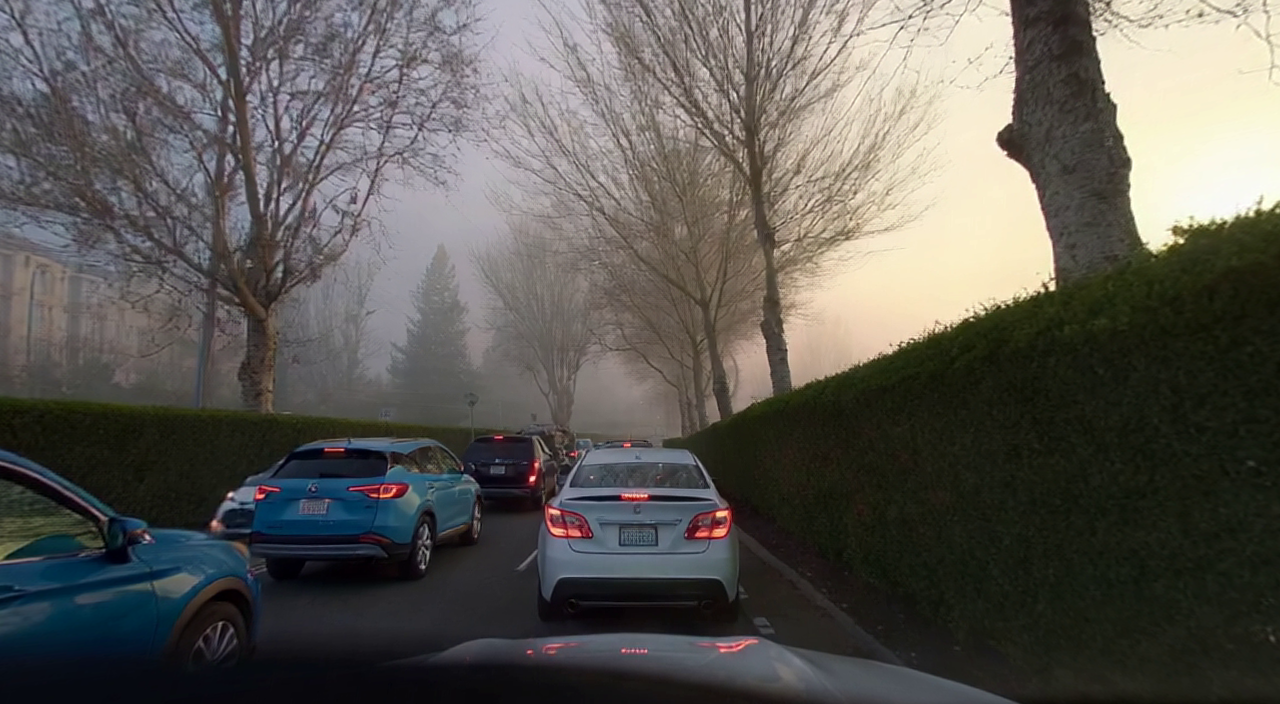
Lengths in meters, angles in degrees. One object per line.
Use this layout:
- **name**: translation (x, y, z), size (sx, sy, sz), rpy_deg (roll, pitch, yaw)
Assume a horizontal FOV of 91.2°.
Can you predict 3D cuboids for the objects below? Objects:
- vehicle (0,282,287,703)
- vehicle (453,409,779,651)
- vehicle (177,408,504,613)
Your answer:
- **vehicle**: translation (-3.286, 0.675, 1.266), size (2.205, 1.913, 5.327), rpy_deg (-6, -8, -2)
- **vehicle**: translation (-0.181, 1.496, 6.241), size (2.154, 1.581, 4.007), rpy_deg (0, -9, -1)
- **vehicle**: translation (-3.419, 1.848, 8.317), size (2.256, 1.728, 4.421), rpy_deg (-6, -8, -2)
